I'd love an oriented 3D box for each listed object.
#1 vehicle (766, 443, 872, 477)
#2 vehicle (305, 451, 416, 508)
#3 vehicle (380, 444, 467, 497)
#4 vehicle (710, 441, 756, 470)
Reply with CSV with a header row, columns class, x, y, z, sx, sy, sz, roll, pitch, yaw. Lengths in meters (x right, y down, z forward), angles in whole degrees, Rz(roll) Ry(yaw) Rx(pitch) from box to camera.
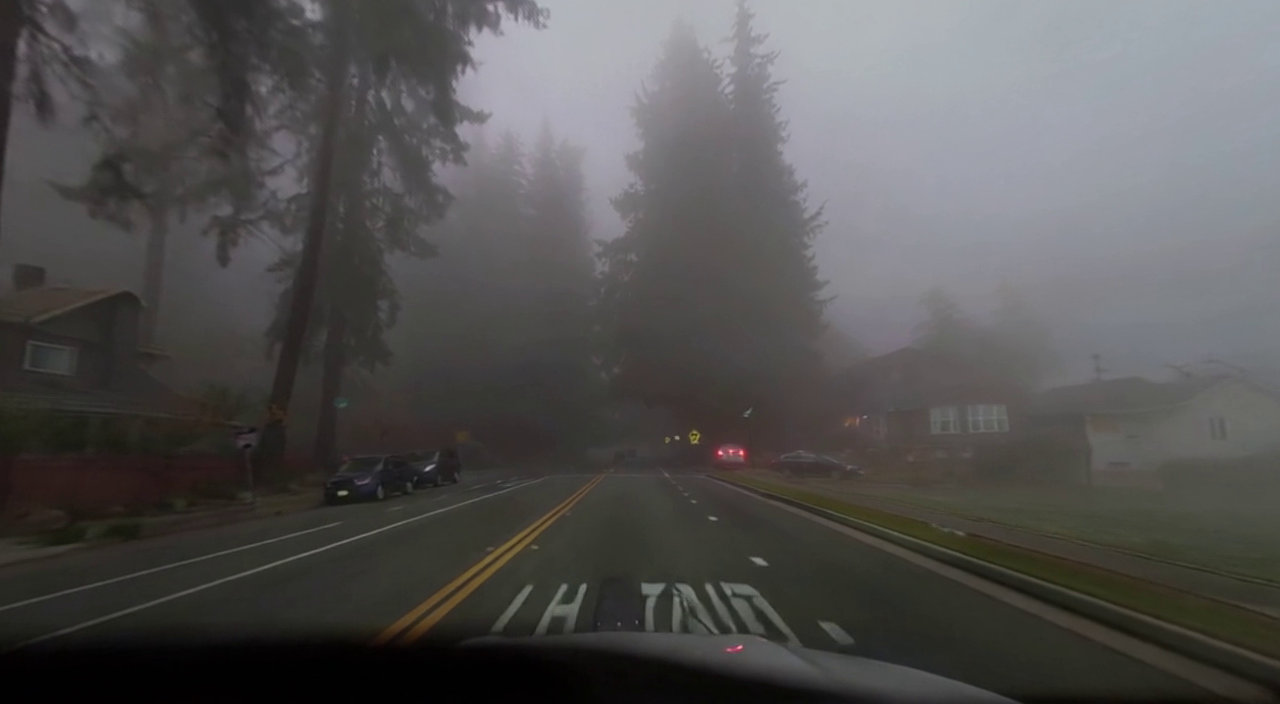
class,x,y,z,sx,sy,sz,roll,pitch,yaw
vehicle,8.121,4.942,28.925,4.438,1.466,1.943,-2,-9,9
vehicle,-9.267,4.207,21.296,1.998,1.684,4.180,0,-9,-3
vehicle,-9.440,5.148,27.976,2.181,1.938,4.931,-2,-7,0
vehicle,5.714,6.410,39.206,2.096,1.713,4.606,0,-9,-1
